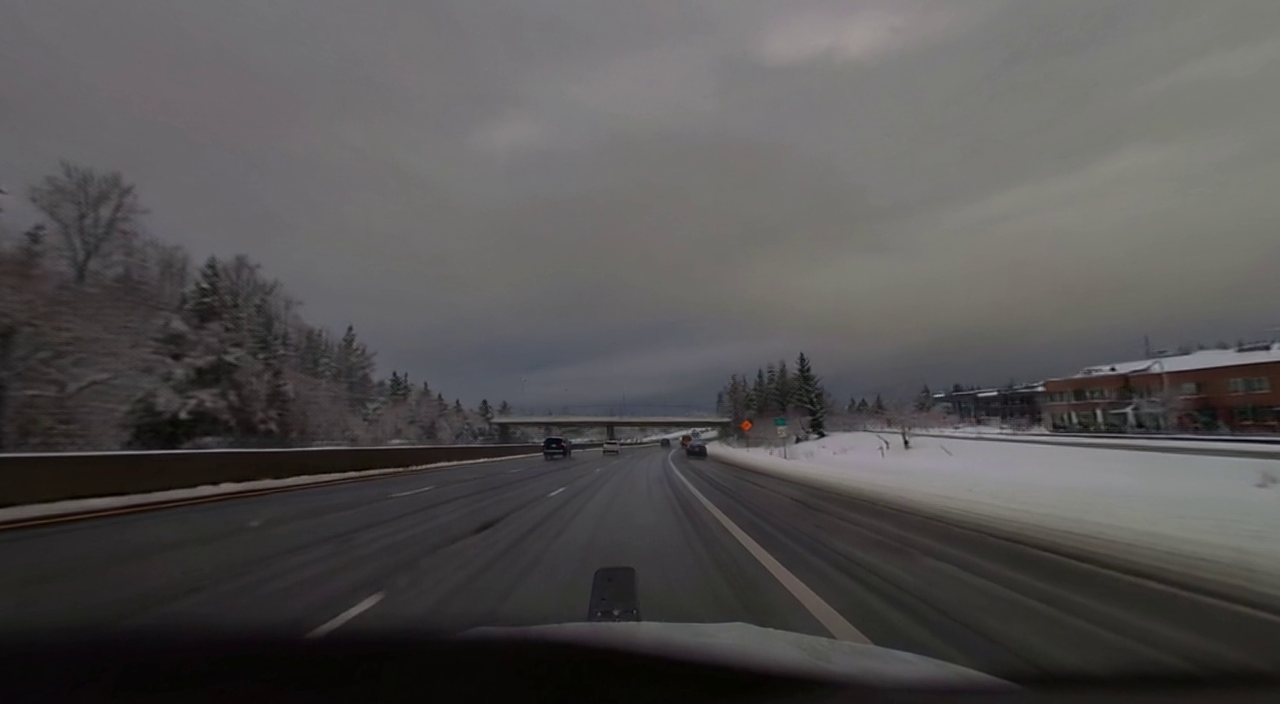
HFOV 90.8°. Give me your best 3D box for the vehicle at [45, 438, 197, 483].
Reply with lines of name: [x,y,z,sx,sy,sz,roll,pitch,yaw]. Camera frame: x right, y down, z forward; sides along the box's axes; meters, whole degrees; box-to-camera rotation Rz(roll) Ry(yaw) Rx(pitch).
vehicle: [-19.514,4.079,24.070,1.912,1.536,4.459,0,-8,1]

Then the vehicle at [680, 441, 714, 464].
vehicle: [3.817,6.815,43.044,1.967,1.475,4.080,0,-8,1]

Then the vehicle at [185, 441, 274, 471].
vehicle: [-23.214,5.882,35.937,1.899,1.560,4.551,0,-8,1]
